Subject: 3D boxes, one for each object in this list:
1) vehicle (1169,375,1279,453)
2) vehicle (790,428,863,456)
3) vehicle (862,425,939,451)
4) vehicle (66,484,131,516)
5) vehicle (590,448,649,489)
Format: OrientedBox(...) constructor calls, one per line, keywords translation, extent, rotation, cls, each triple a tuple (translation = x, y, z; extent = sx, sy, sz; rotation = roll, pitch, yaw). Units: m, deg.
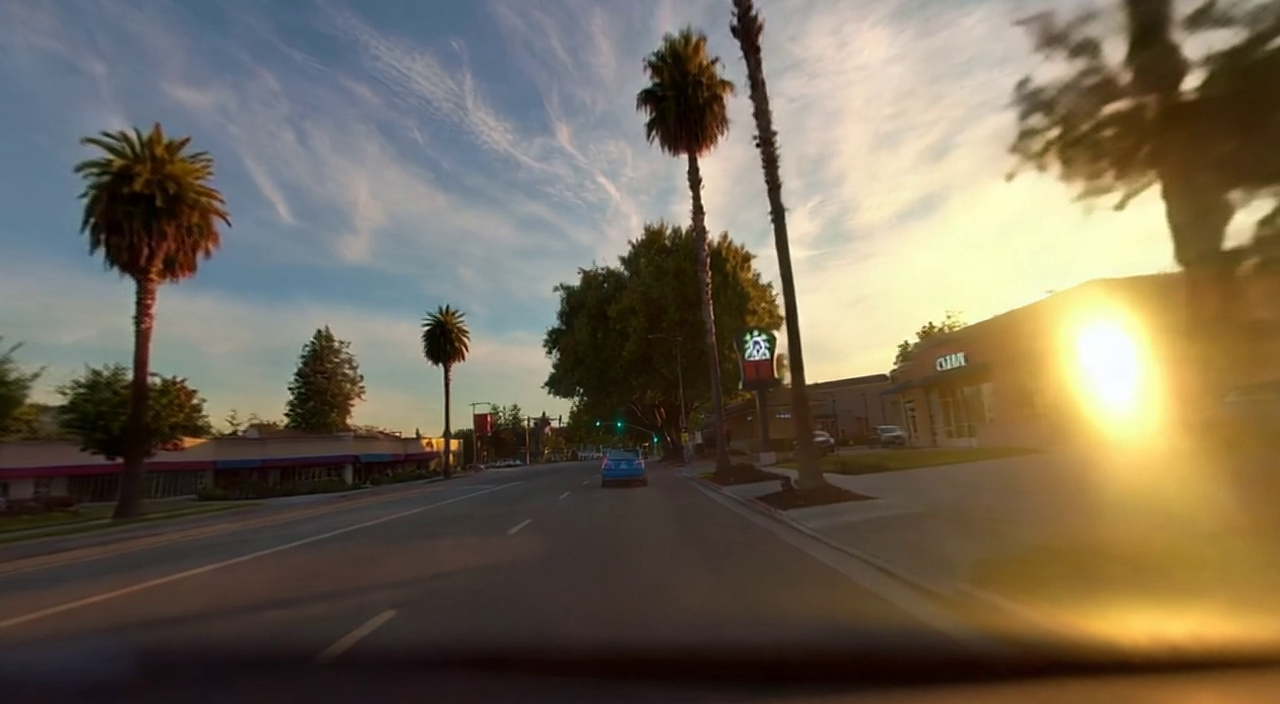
OrientedBox(translation=(13.315, 1.222, 12.454), extent=(1.827, 1.497, 4.468), rotation=(0, -9, -1), cls="vehicle")
OrientedBox(translation=(12.484, 6.089, 42.584), extent=(1.873, 1.657, 4.557), rotation=(5, -12, -31), cls="vehicle")
OrientedBox(translation=(17.700, 5.892, 43.141), extent=(1.856, 1.665, 4.574), rotation=(6, -10, -32), cls="vehicle")
OrientedBox(translation=(-32.155, 8.784, 37.606), extent=(1.791, 1.511, 4.030), rotation=(3, -10, -24), cls="vehicle")
OrientedBox(translation=(-0.802, 4.601, 25.281), extent=(2.156, 1.462, 4.495), rotation=(0, -9, -1), cls="vehicle")
